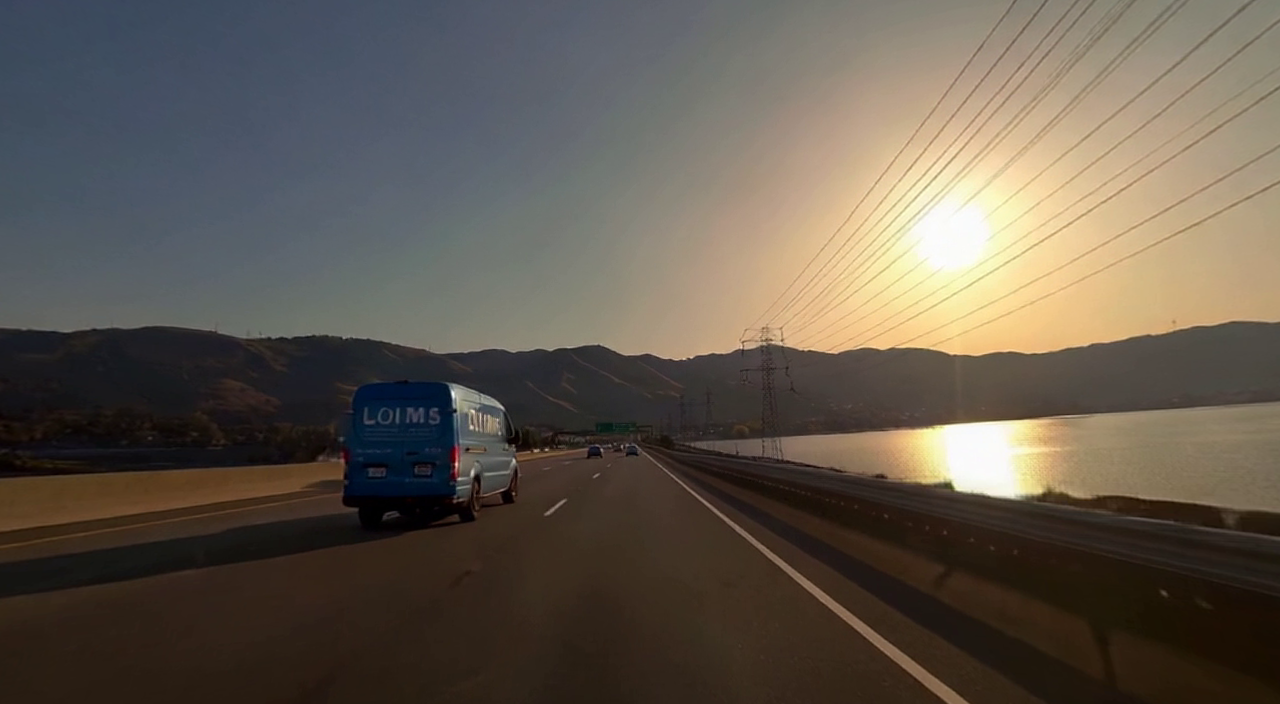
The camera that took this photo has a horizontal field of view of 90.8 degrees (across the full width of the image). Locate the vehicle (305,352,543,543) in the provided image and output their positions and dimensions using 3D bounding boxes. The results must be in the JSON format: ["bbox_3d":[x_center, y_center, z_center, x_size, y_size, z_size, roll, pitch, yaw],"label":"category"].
[{"bbox_3d":[-3.634,1.853,12.530,2.331,2.757,6.581,0,-8,0],"label":"vehicle"}]
